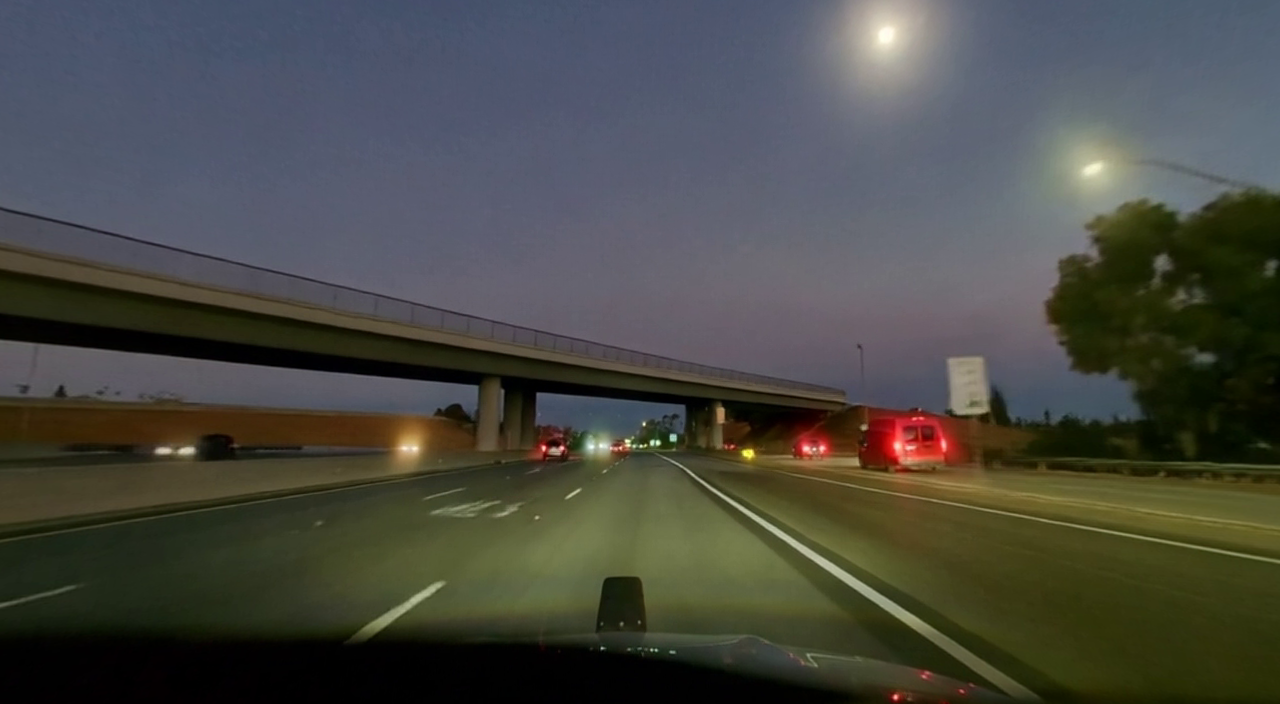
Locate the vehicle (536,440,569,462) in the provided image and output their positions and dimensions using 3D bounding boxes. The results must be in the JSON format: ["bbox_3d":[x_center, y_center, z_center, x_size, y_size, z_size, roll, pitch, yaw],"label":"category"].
[{"bbox_3d":[-6.878,7.833,49.782,1.935,1.633,3.955,0,-8,1],"label":"vehicle"}]

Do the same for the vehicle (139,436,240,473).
[{"bbox_3d":[-23.618,5.384,33.180,2.049,1.786,4.884,1,-8,-6],"label":"vehicle"}]
